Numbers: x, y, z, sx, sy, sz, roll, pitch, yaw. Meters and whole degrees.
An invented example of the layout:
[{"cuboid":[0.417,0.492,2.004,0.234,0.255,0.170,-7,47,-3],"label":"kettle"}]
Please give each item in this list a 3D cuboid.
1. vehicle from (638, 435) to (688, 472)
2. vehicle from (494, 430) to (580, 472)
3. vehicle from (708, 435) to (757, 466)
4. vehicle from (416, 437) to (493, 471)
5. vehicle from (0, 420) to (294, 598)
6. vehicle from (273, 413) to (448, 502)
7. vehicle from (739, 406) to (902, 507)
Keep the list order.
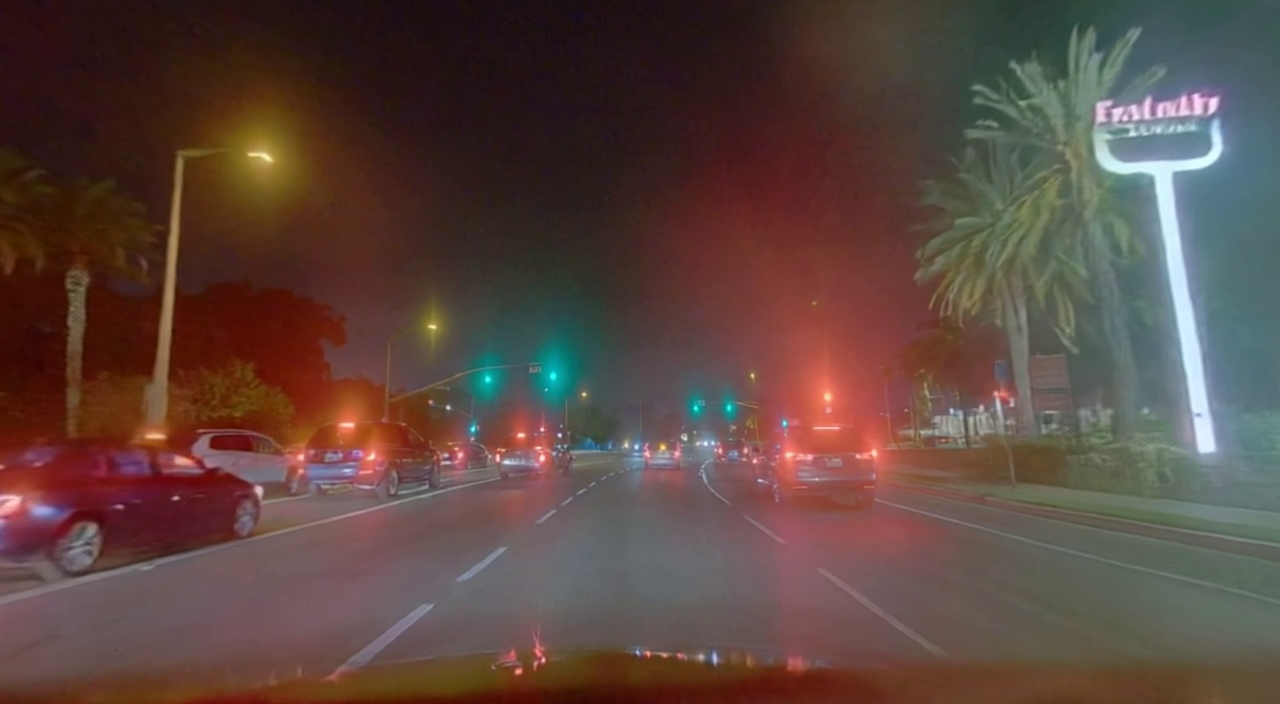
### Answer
[{"cuboid":[1.084,4.530,28.320,2.057,1.492,3.825,-1,-8,4],"label":"vehicle"},{"cuboid":[-4.570,4.502,28.910,2.088,1.746,4.650,-3,-9,16],"label":"vehicle"},{"cuboid":[4.775,5.134,33.073,2.149,1.532,4.168,-1,-8,3],"label":"vehicle"},{"cuboid":[-8.667,4.800,29.958,2.017,1.472,4.418,-1,-8,4],"label":"vehicle"},{"cuboid":[-6.329,1.592,7.144,1.935,1.483,4.973,0,-8,1],"label":"vehicle"},{"cuboid":[-6.723,2.608,15.941,2.127,1.888,4.637,-1,-8,2],"label":"vehicle"},{"cuboid":[3.888,2.392,14.789,2.267,1.931,5.145,0,-8,0],"label":"vehicle"}]
